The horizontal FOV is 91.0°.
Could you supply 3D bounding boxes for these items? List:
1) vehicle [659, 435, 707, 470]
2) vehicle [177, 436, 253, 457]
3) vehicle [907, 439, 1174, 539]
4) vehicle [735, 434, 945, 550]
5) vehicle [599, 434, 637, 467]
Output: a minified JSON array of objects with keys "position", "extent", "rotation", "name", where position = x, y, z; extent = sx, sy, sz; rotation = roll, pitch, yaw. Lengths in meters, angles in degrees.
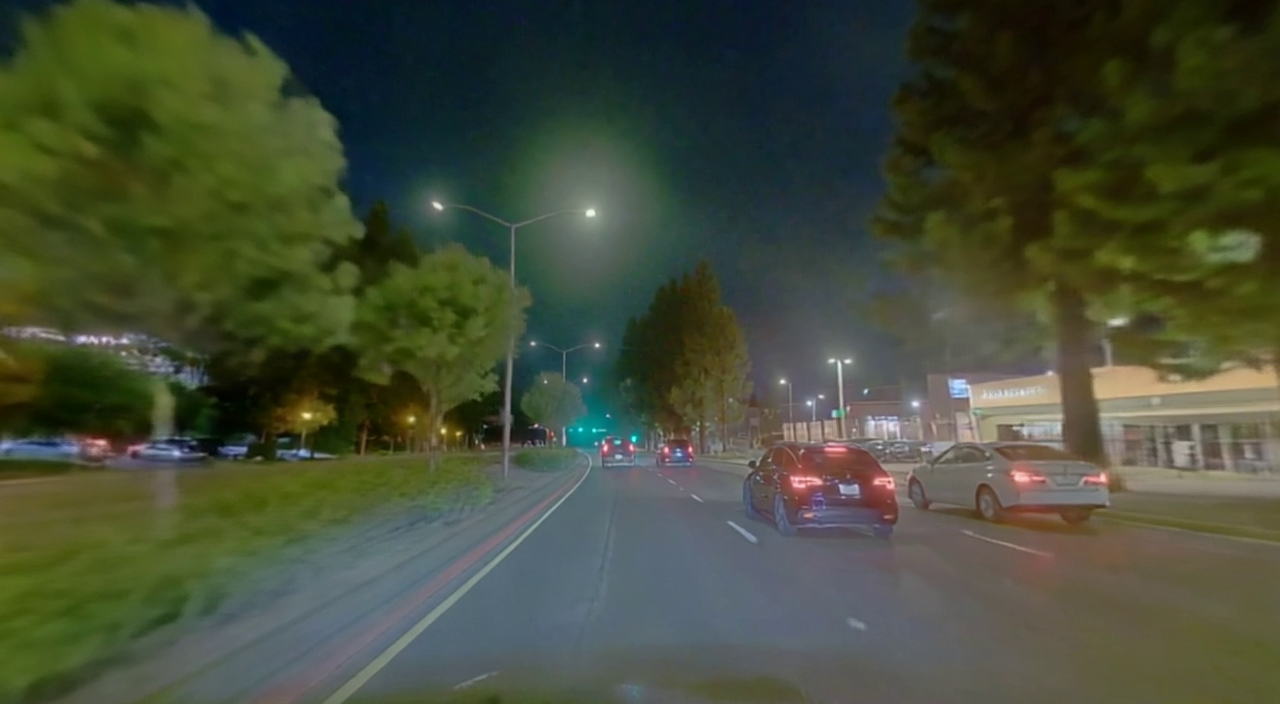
[{"position":[2.283,5.445,34.318],"extent":[2.000,1.745,4.206],"rotation":[1,-8,-4],"name":"vehicle"},{"position":[-31.346,6.975,46.476],"extent":[4.040,1.501,2.088],"rotation":[1,-8,-5],"name":"vehicle"},{"position":[6.817,2.332,11.437],"extent":[1.917,1.457,4.274],"rotation":[0,-8,-2],"name":"vehicle"},{"position":[2.864,2.092,10.159],"extent":[1.883,1.452,4.258],"rotation":[0,-8,-2],"name":"vehicle"},{"position":[-1.384,5.872,37.671],"extent":[2.051,1.798,4.168],"rotation":[1,-8,-5],"name":"vehicle"}]
